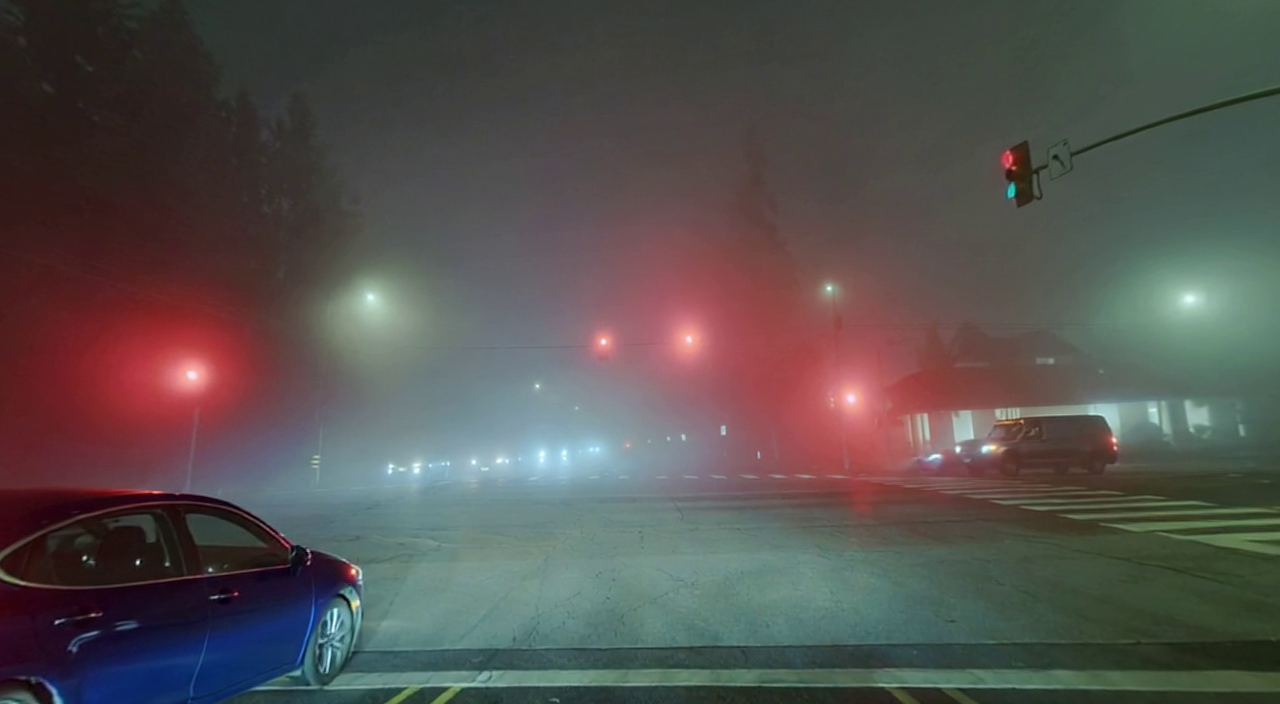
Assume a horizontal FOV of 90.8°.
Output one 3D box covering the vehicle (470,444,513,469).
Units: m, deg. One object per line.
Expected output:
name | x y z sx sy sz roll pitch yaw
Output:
vehicle | -9.022 6.374 38.752 1.779 1.460 4.463 0 -9 -3

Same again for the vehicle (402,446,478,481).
vehicle | -9.012 5.037 28.886 2.024 1.460 4.381 0 -9 0

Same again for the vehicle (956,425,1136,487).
vehicle | 14.839 3.760 23.120 5.910 2.046 2.228 3 -9 -19

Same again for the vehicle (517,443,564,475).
vehicle | -4.794 5.186 30.887 1.846 1.416 4.228 0 -9 -3
